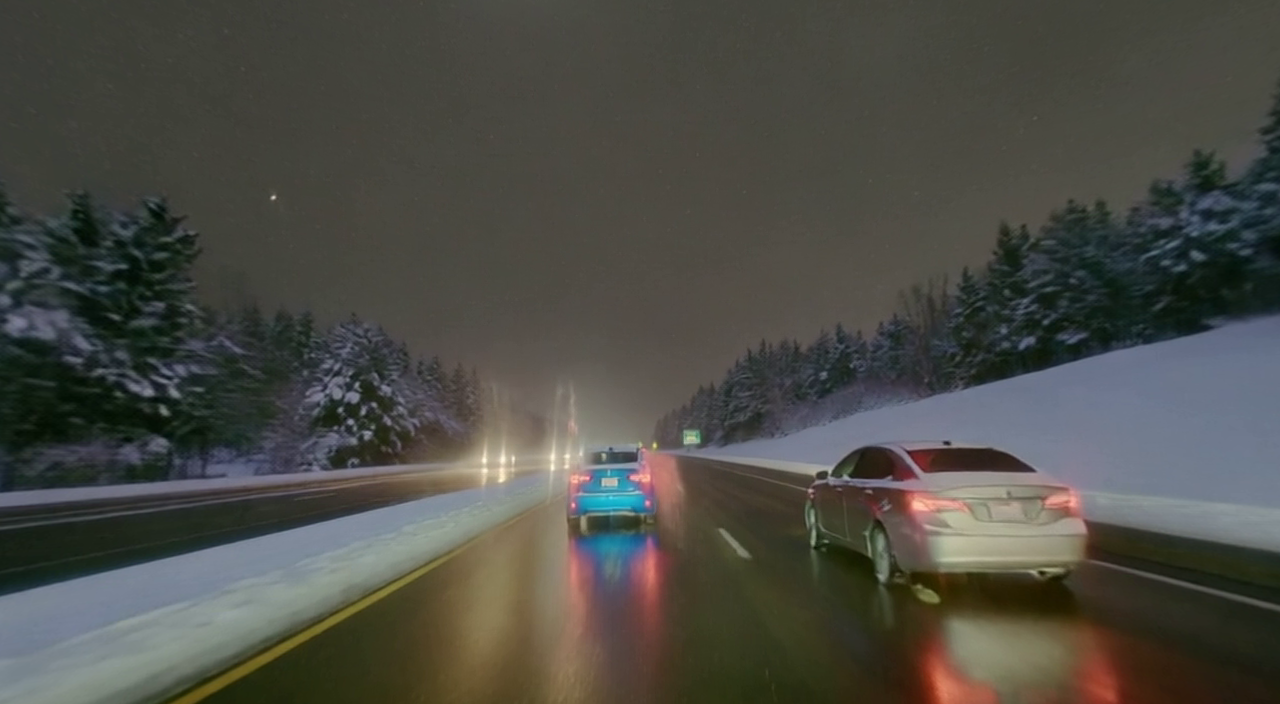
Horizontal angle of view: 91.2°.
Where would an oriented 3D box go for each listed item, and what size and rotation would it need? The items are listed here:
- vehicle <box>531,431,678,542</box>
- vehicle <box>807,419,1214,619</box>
[{"bbox_3d":[-0.531,2.246,11.094,2.083,1.548,4.251,0,-9,-1],"label":"vehicle"},{"bbox_3d":[3.450,1.615,6.979,2.021,1.533,4.014,0,-9,0],"label":"vehicle"}]
